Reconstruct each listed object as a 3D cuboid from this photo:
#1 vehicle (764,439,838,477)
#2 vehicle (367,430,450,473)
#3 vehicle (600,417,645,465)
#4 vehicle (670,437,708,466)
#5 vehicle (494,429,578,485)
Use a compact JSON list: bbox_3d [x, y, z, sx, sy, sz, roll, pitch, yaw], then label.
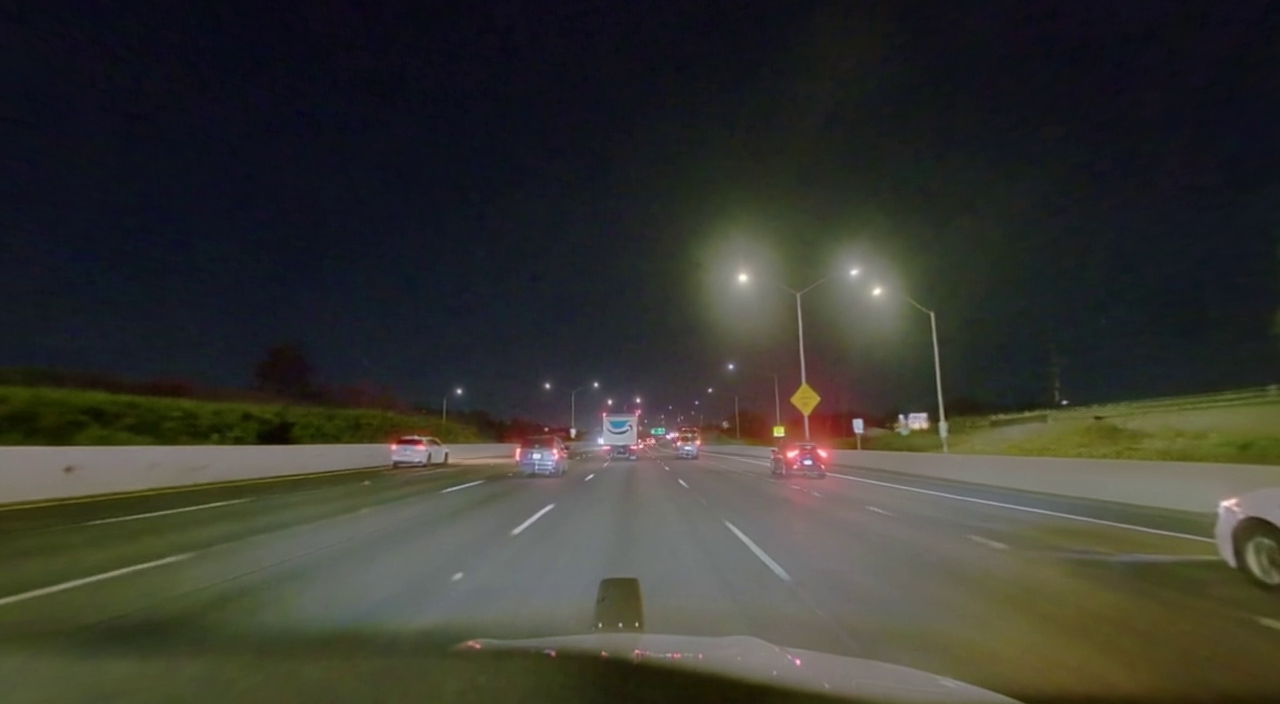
[{"bbox_3d":[6.977,4.648,27.848,1.970,1.499,4.491,1,-8,-2],"label":"vehicle"},{"bbox_3d":[-10.146,4.404,27.968,2.023,1.739,4.229,0,-8,0],"label":"vehicle"},{"bbox_3d":[-0.966,5.502,38.783,2.456,2.705,6.251,0,-8,1],"label":"vehicle"},{"bbox_3d":[2.996,6.153,38.971,2.067,1.654,3.985,0,-8,1],"label":"vehicle"},{"bbox_3d":[-3.405,3.536,21.497,2.095,1.688,4.188,0,-8,1],"label":"vehicle"}]
